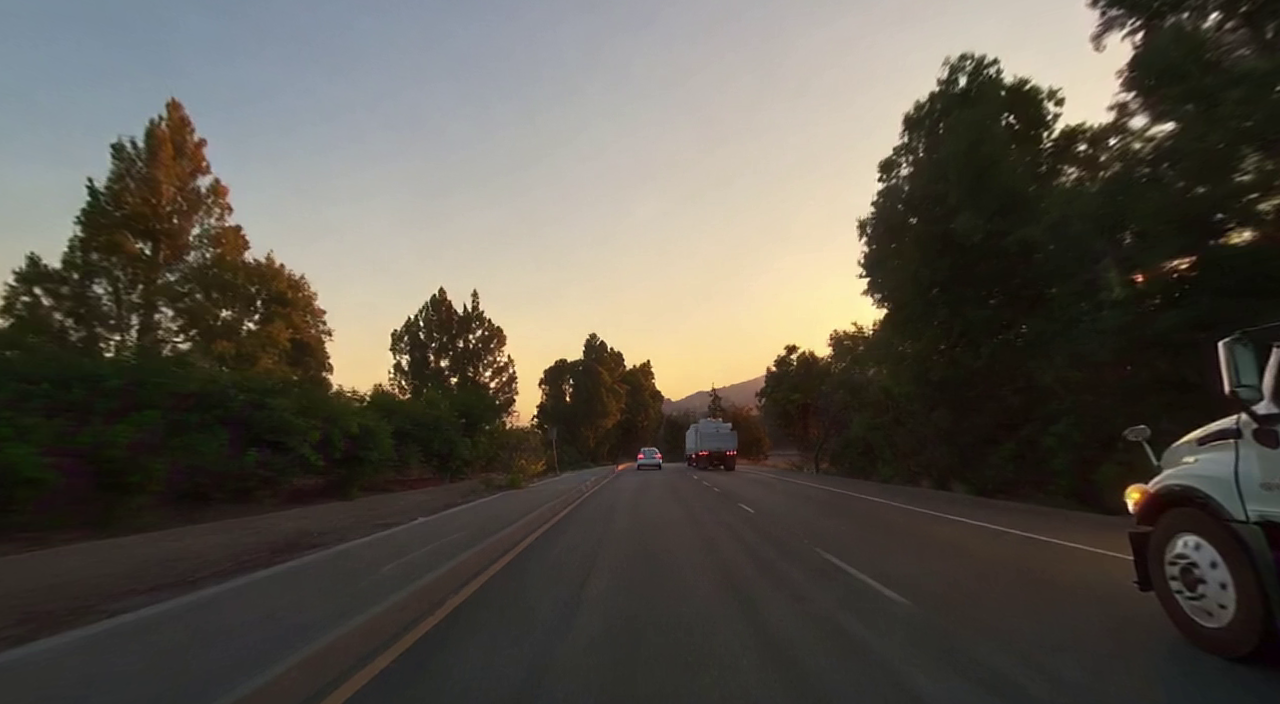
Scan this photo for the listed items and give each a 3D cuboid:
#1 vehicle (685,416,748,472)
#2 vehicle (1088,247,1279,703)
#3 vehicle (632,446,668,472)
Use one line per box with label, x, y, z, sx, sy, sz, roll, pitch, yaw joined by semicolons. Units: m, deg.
vehicle;4.703;5.906;40.287;3.015;3.211;7.982;0;-9;0
vehicle;4.293;0.338;1.092;2.484;2.248;6.267;0;-8;2
vehicle;0.604;6.749;39.769;2.170;1.544;4.373;0;-8;1
